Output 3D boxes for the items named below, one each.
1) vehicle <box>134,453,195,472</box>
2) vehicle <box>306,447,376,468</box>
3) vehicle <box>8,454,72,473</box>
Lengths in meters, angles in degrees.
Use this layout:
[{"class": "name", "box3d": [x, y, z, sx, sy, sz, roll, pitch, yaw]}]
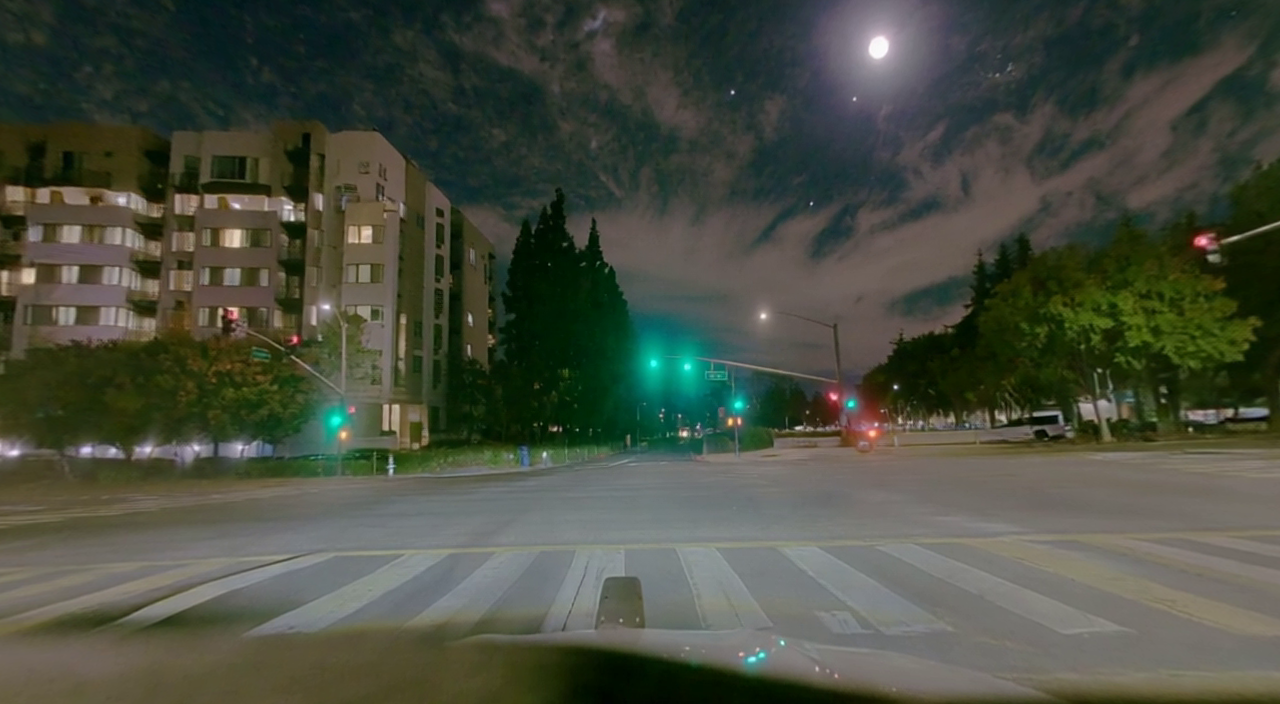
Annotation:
[{"class": "vehicle", "box3d": [-36.456, 8.470, 48.554, 1.709, 1.410, 3.945, 0, -9, -1]}, {"class": "vehicle", "box3d": [-22.007, 7.770, 46.579, 4.207, 1.508, 1.875, -1, -9, 2]}, {"class": "vehicle", "box3d": [-46.387, 8.579, 48.894, 1.627, 1.392, 3.330, 0, -9, -1]}]
